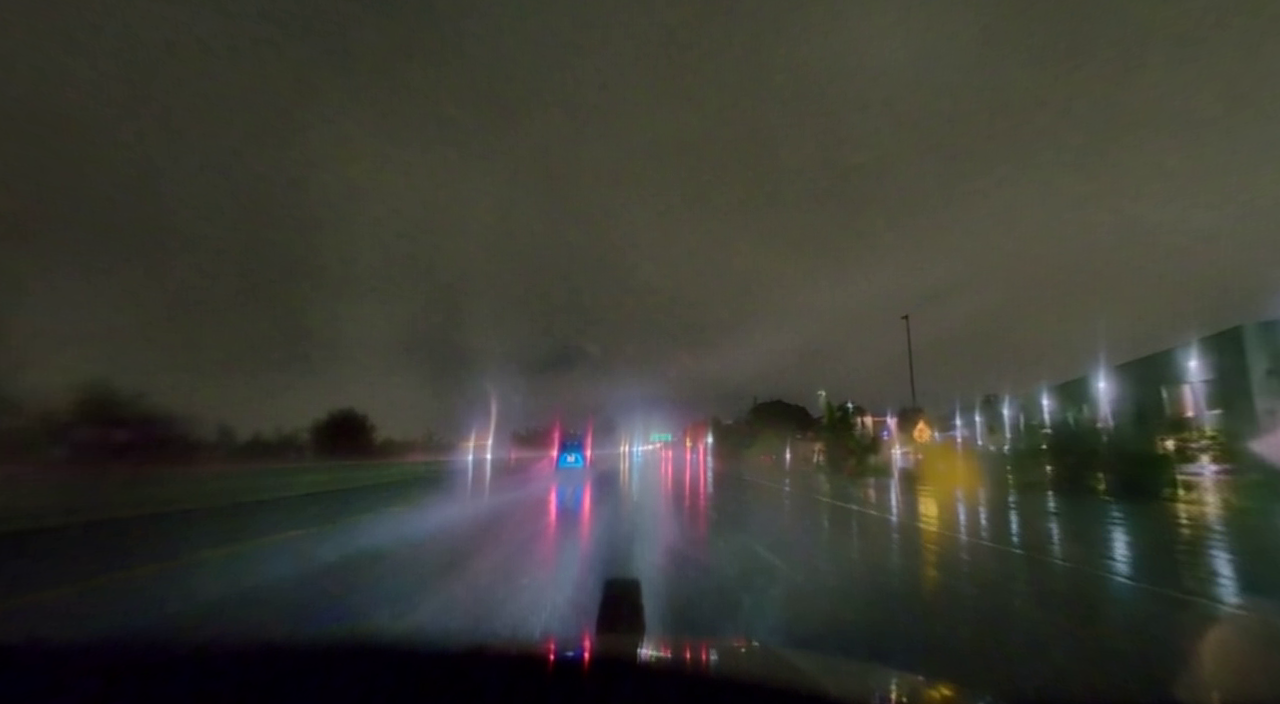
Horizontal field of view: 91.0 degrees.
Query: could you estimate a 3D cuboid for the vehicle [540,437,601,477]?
[{"bbox_3d":[-3.589,5.613,33.780,2.431,1.928,5.760,0,-9,2],"label":"vehicle"}]
